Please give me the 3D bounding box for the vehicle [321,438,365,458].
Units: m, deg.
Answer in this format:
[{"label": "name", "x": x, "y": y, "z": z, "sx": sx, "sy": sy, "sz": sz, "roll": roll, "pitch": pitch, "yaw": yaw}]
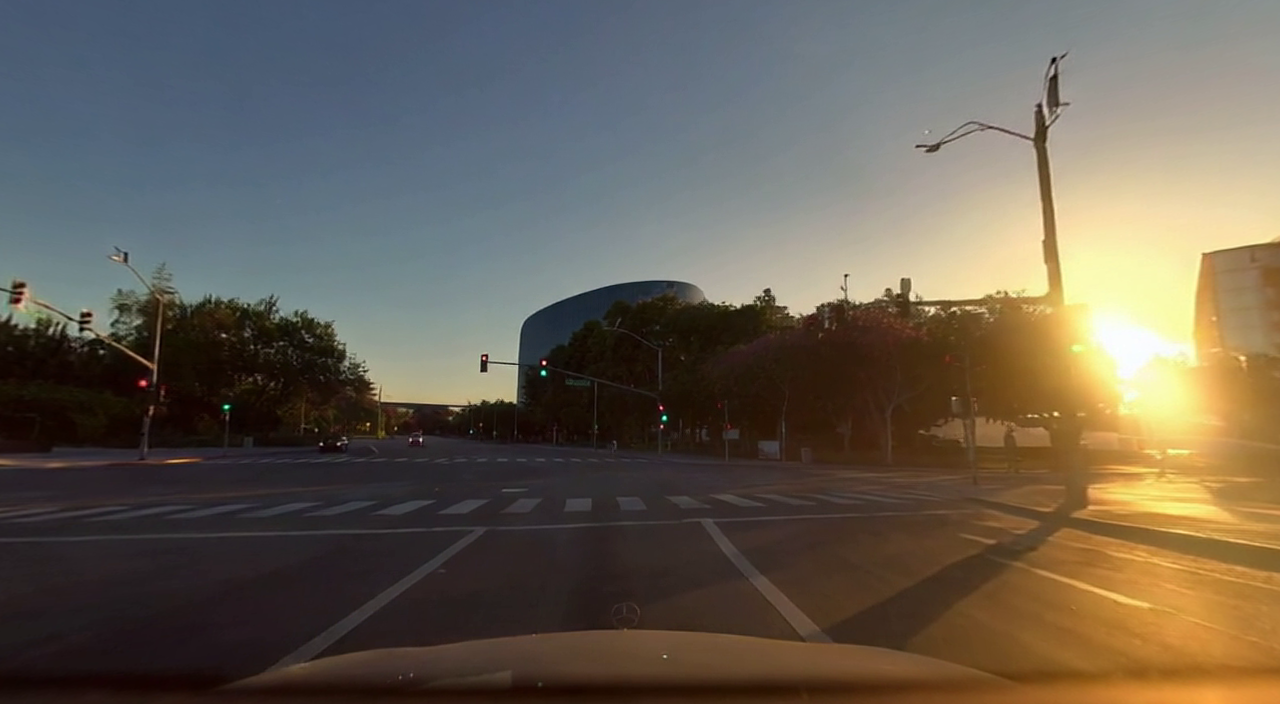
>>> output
[{"label": "vehicle", "x": -22.778, "y": 7.368, "z": 48.601, "sx": 1.918, "sy": 1.432, "sz": 4.433, "roll": 1, "pitch": -9, "yaw": -10}]
